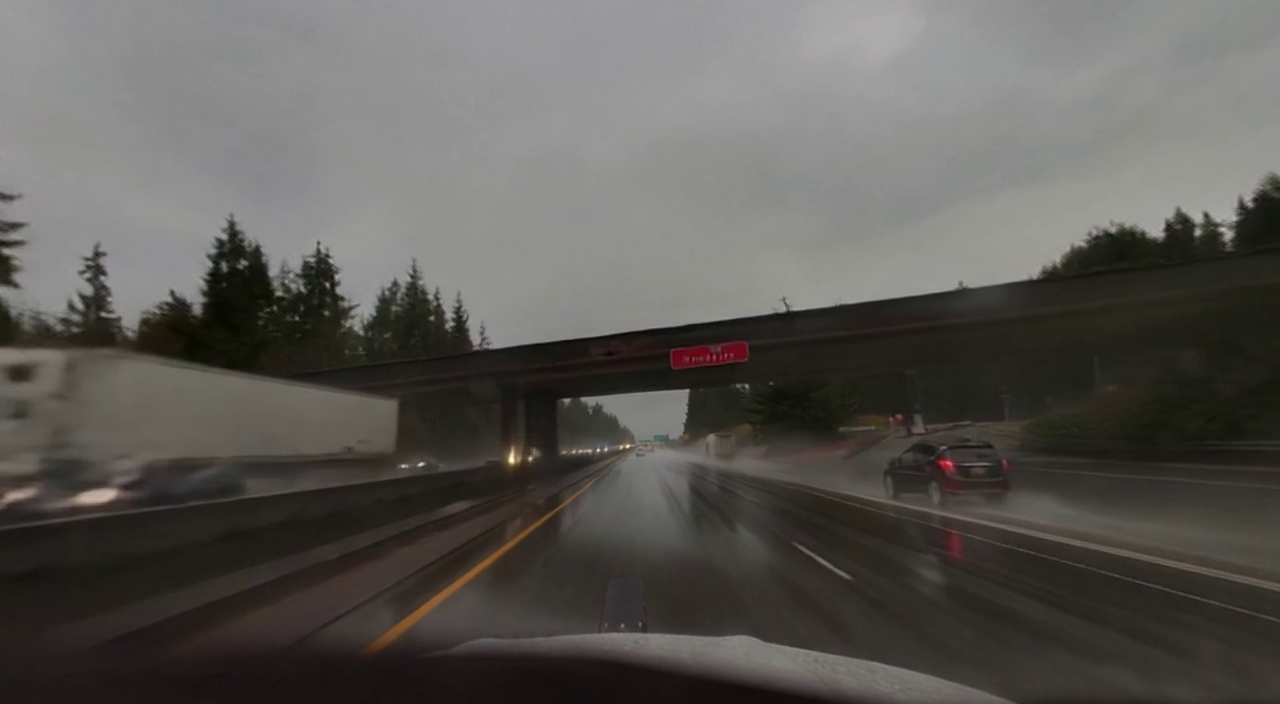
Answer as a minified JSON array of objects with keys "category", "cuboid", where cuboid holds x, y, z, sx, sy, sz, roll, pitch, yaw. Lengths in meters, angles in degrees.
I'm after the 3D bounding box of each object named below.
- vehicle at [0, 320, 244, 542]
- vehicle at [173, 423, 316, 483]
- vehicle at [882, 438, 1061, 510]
[{"category":"vehicle","cuboid":[-12.672,1.881,14.117,2.948,3.836,6.895,0,-9,0]},{"category":"vehicle","cuboid":[-12.658,3.326,20.580,1.822,1.677,4.314,-2,-10,1]},{"category":"vehicle","cuboid":[7.710,2.869,15.234,1.987,1.473,4.244,0,-9,0]}]
